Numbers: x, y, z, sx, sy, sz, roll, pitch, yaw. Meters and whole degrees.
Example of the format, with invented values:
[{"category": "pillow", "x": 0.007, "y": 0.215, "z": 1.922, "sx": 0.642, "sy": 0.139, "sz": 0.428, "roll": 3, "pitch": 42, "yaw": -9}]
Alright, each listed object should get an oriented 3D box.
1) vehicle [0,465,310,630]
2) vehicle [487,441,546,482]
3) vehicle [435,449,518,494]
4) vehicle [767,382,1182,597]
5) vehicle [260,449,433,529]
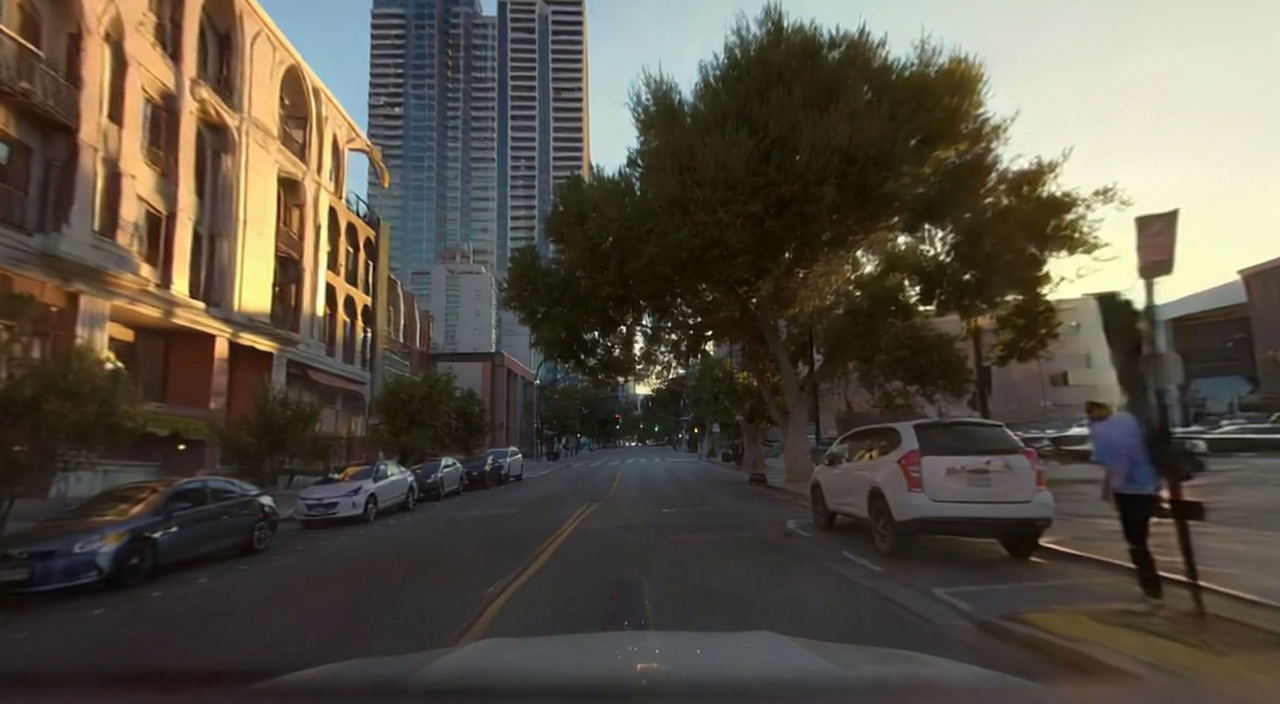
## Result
[{"category": "vehicle", "x": -6.875, "y": 2.439, "z": 8.888, "sx": 1.889, "sy": 1.451, "sz": 5.013, "roll": -1, "pitch": -8, "yaw": -2}, {"category": "vehicle", "x": -6.325, "y": 5.637, "z": 32.857, "sx": 2.273, "sy": 1.871, "sz": 4.920, "roll": -1, "pitch": -8, "yaw": -2}, {"category": "vehicle", "x": -6.539, "y": 4.805, "z": 25.781, "sx": 2.270, "sy": 1.539, "sz": 4.855, "roll": -1, "pitch": -8, "yaw": -2}, {"category": "vehicle", "x": 3.891, "y": 1.764, "z": 9.220, "sx": 2.568, "sy": 2.001, "sz": 5.999, "roll": -2, "pitch": -8, "yaw": -2}, {"category": "vehicle", "x": -6.748, "y": 3.148, "z": 15.173, "sx": 2.110, "sy": 1.498, "sz": 4.555, "roll": -1, "pitch": -8, "yaw": -2}]
